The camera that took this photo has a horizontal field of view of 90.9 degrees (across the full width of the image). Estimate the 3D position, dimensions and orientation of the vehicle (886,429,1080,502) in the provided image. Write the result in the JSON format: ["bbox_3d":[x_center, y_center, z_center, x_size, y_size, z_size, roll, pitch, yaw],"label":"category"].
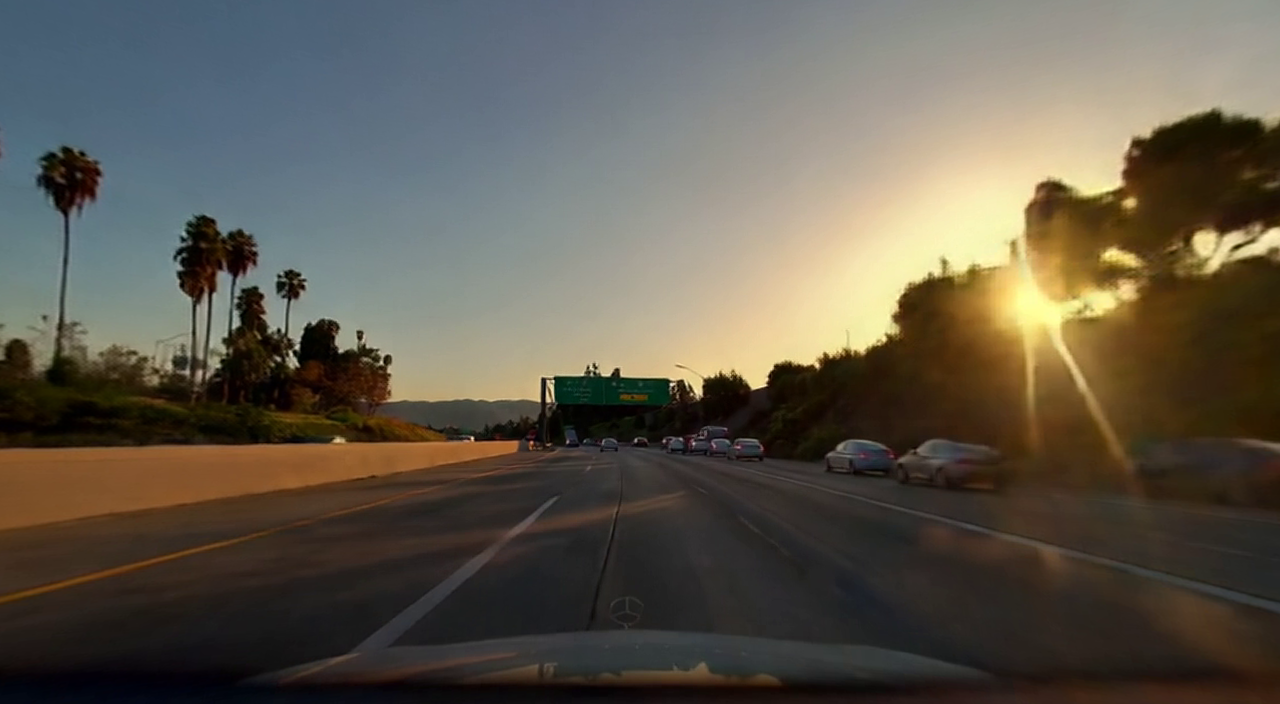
[{"bbox_3d":[8.003,2.682,15.364,2.110,1.481,4.511,0,-8,-1],"label":"vehicle"}]

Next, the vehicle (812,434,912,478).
[{"bbox_3d":[8.185,3.882,23.823,1.947,1.452,4.696,0,-8,-2],"label":"vehicle"}]

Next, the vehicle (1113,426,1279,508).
[{"bbox_3d":[12.561,2.313,13.020,1.846,1.480,4.752,0,-8,-1],"label":"vehicle"}]

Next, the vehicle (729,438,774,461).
[{"bbox_3d":[7.494,6.589,42.844,1.922,1.456,4.626,0,-8,-3],"label":"vehicle"}]
